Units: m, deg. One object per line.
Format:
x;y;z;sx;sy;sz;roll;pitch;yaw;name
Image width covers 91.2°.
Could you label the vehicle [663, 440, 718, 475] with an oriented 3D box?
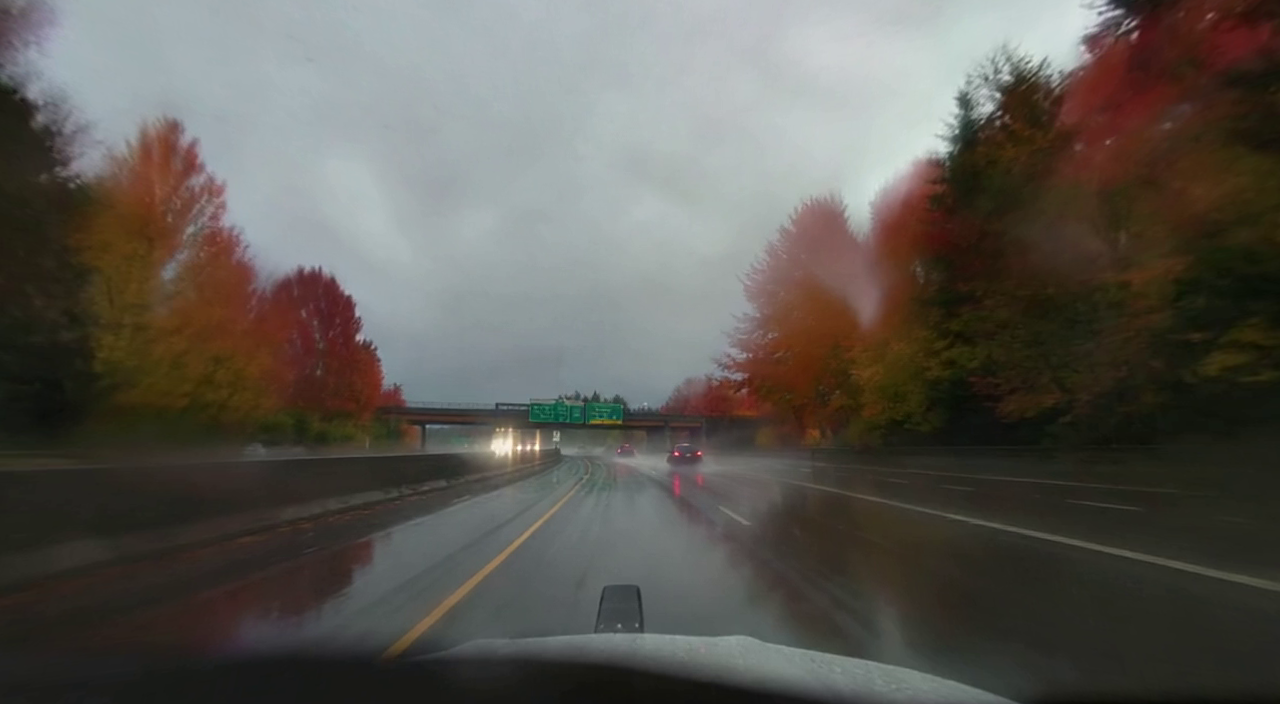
2.491;5.371;31.967;2.337;1.633;4.222;0;-9;-1;vehicle
